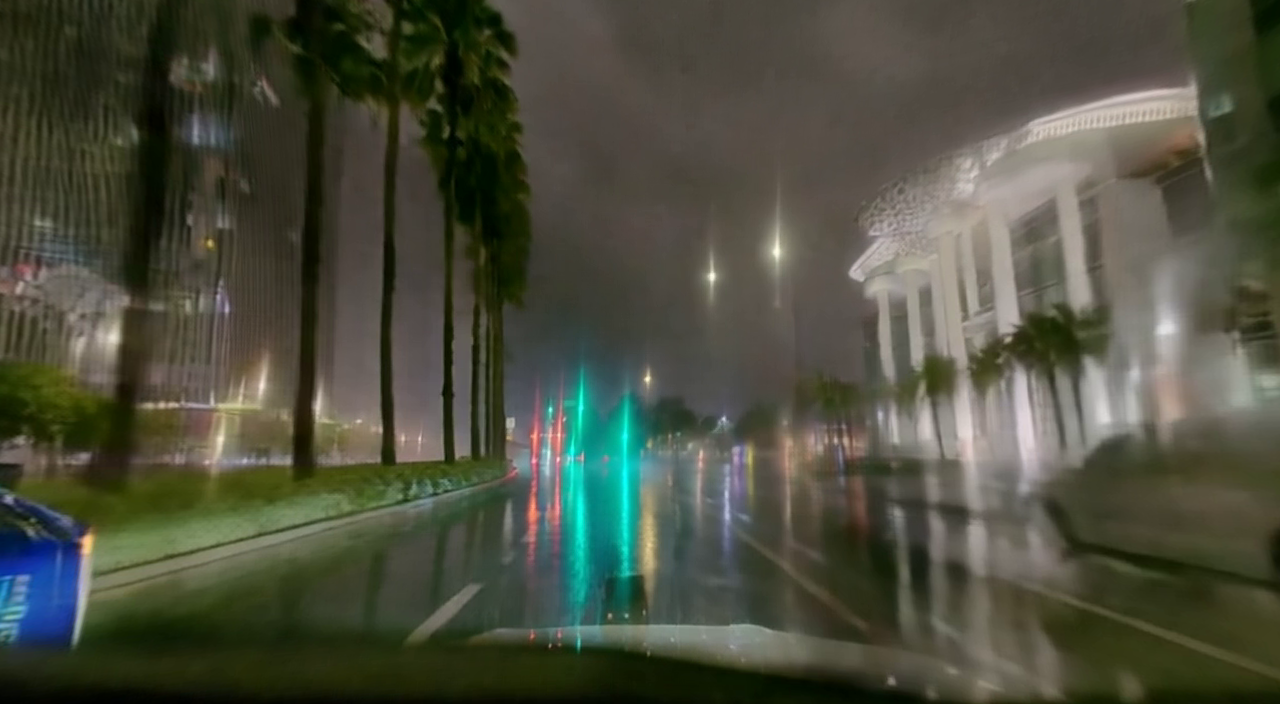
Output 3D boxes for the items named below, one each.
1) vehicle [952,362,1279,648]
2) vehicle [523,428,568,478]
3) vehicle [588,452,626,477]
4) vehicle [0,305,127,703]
[{"bbox_3d":[5.250,1.197,5.311,2.212,1.854,5.419,1,-9,-3],"label":"vehicle"},{"bbox_3d":[-6.434,7.006,43.671,2.678,3.042,8.474,1,-9,-7],"label":"vehicle"},{"bbox_3d":[-2.185,7.204,40.559,2.107,1.481,4.097,2,-9,-8],"label":"vehicle"},{"bbox_3d":[-3.409,0.442,0.350,2.120,1.826,4.737,0,-9,1],"label":"vehicle"}]
